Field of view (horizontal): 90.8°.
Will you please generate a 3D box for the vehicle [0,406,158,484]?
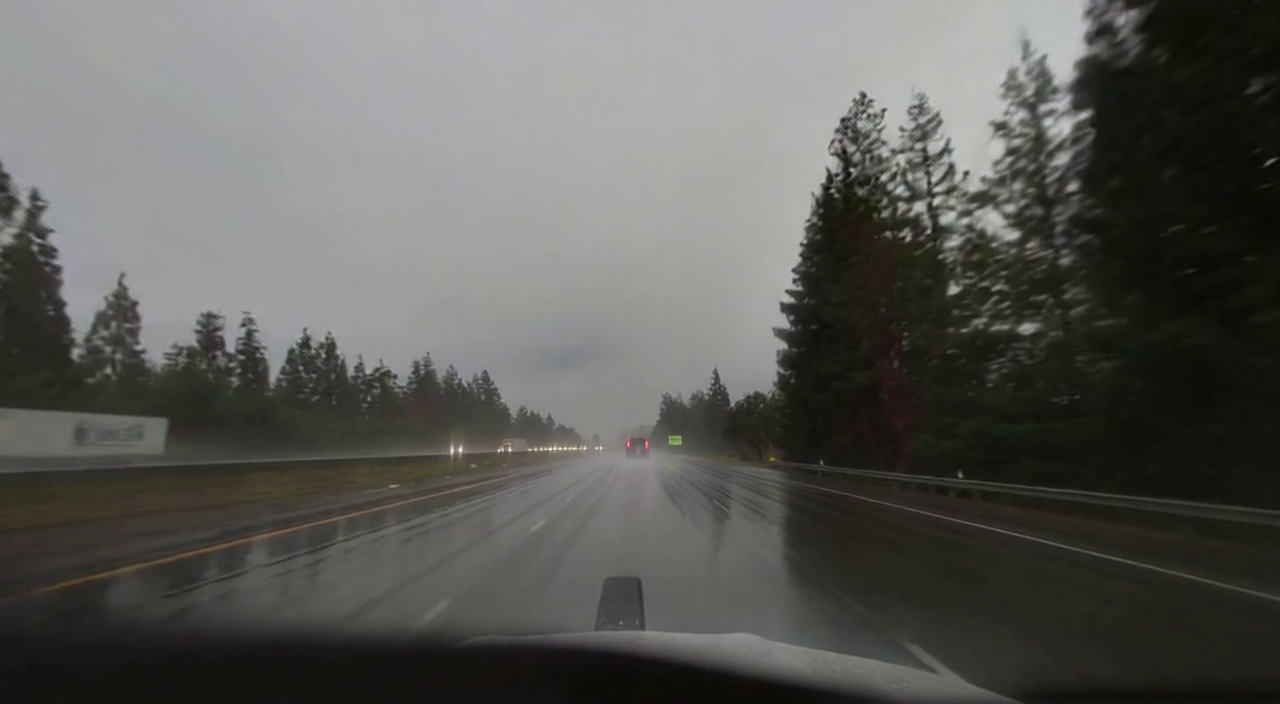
[{"bbox_3d":[-36.174,5.604,37.799,2.916,4.200,15.256,0,-9,-1],"label":"vehicle"}]
